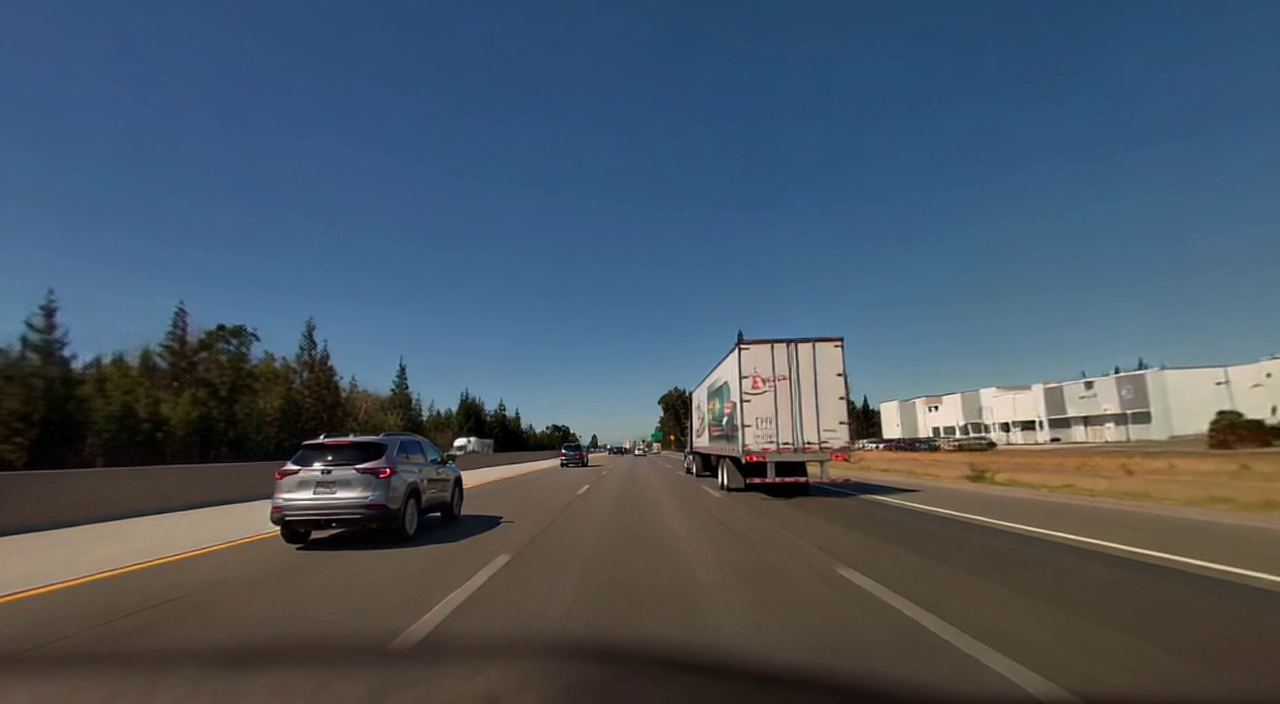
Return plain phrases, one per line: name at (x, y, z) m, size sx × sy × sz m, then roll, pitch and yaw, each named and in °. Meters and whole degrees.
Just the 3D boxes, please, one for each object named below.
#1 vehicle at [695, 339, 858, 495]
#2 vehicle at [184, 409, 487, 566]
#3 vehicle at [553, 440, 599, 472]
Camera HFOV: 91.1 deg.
vehicle at (4.277, 2.787, 23.983) m, size 2.998 × 4.236 × 13.886 m, roll 0°, pitch -9°, yaw 0°
vehicle at (-4.019, 1.890, 9.493) m, size 2.202 × 1.760 × 4.617 m, roll 0°, pitch -9°, yaw 1°
vehicle at (-3.603, 5.990, 36.262) m, size 2.139 × 1.716 × 4.530 m, roll 0°, pitch -9°, yaw 0°
